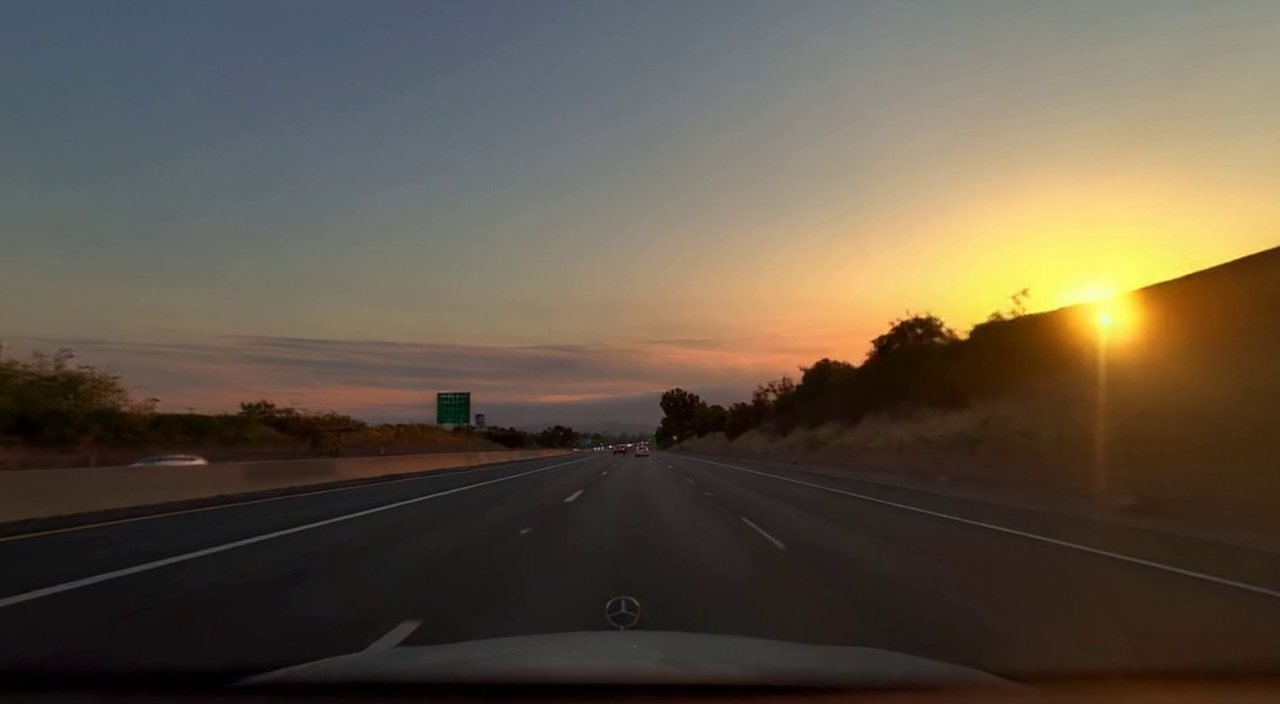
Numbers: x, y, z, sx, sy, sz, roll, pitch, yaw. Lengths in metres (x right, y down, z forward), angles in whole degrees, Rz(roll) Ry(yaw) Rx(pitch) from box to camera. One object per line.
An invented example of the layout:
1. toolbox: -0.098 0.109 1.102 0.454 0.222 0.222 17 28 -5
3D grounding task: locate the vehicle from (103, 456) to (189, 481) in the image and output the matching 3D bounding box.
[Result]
1. vehicle: -32.233 7.593 41.297 1.933 1.521 4.500 0 -9 1
